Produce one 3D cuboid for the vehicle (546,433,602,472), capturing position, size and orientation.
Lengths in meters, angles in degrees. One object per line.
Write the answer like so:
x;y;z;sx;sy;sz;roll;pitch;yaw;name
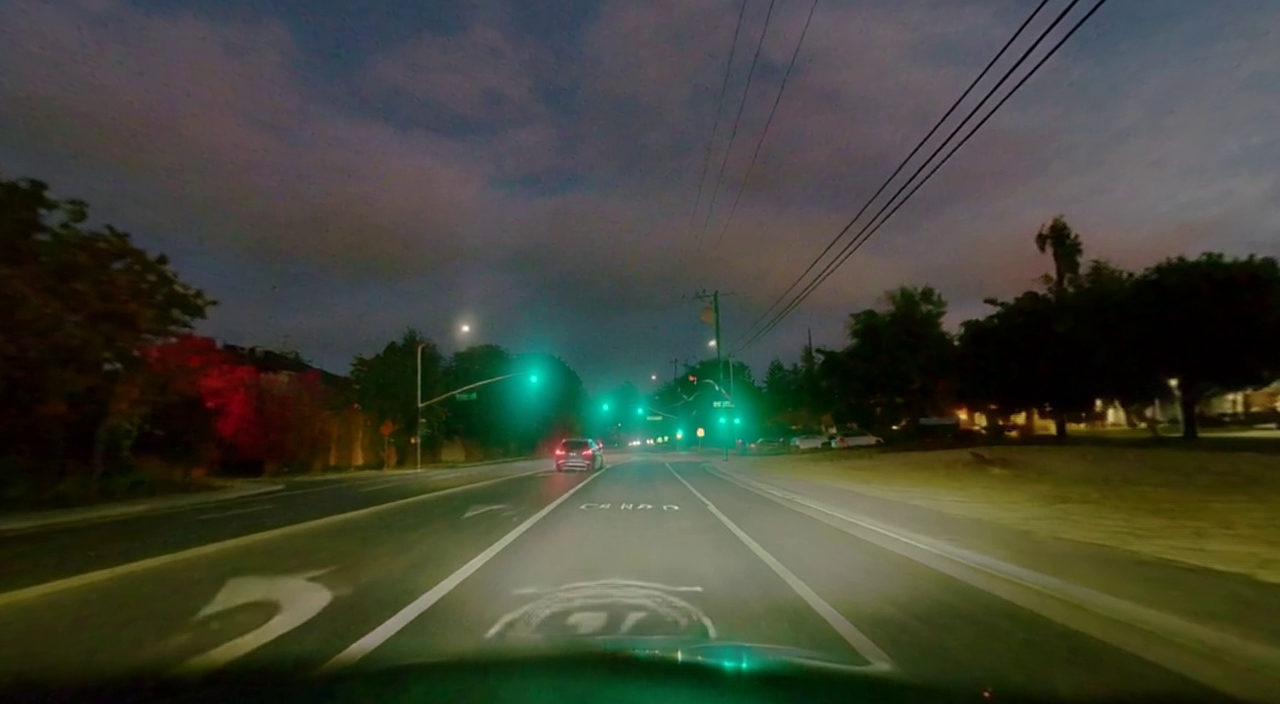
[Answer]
-3.046;4.808;30.239;2.084;1.701;4.734;0;-8;1;vehicle
